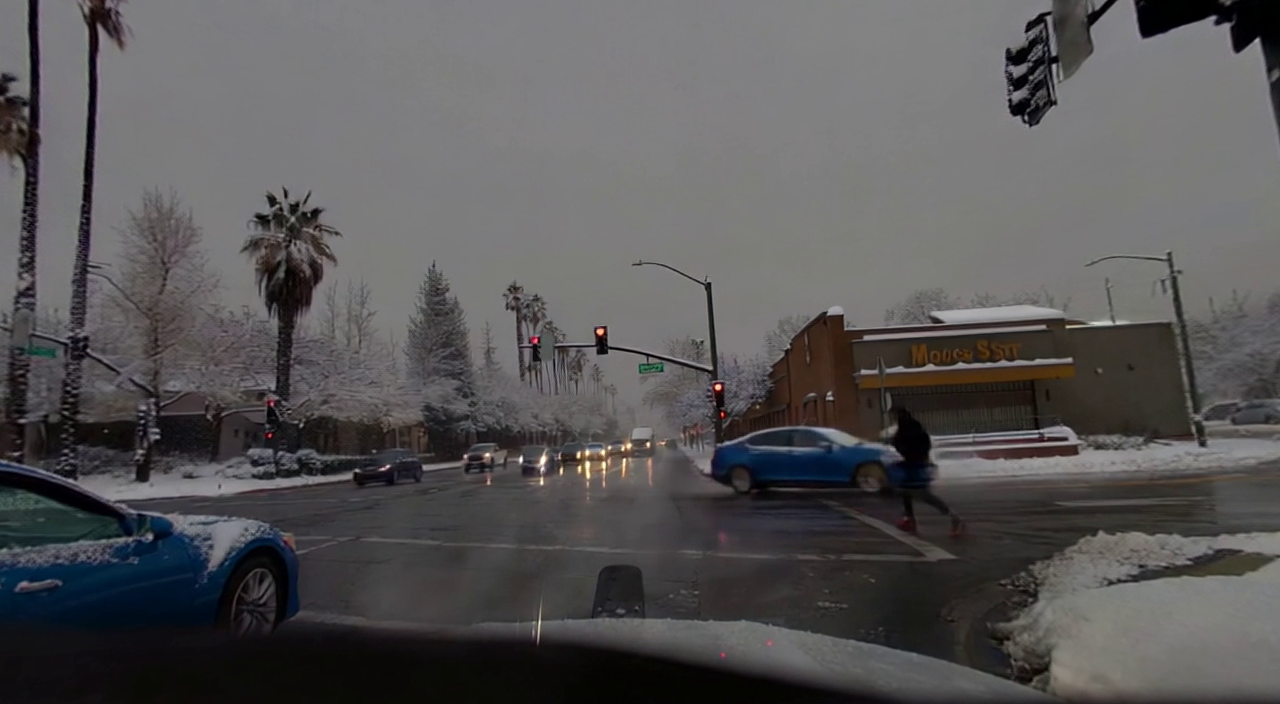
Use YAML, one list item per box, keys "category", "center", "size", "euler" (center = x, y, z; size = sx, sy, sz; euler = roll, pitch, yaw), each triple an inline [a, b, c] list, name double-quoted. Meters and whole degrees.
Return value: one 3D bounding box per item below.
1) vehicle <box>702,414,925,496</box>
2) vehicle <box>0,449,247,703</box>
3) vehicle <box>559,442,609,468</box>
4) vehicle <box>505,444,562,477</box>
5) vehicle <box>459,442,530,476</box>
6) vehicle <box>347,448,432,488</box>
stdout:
- category: "vehicle"
  center: [4.143, 2.491, 15.446]
  size: [4.775, 1.709, 2.092]
  euler: [-6, -11, 34]
- category: "vehicle"
  center: [-3.705, 1.021, 2.253]
  size: [1.850, 1.325, 4.295]
  euler: [0, -9, 0]
- category: "vehicle"
  center: [-3.588, 6.734, 41.408]
  size: [2.072, 1.613, 4.386]
  euler: [-2, -9, 12]
- category: "vehicle"
  center: [-5.043, 5.197, 30.522]
  size: [1.839, 1.468, 4.549]
  euler: [0, -9, 2]
- category: "vehicle"
  center: [-8.267, 6.227, 36.590]
  size: [2.050, 1.792, 5.507]
  euler: [-2, -10, 9]
- category: "vehicle"
  center: [-12.607, 5.847, 32.147]
  size: [1.870, 1.705, 4.426]
  euler: [-7, -10, 11]
